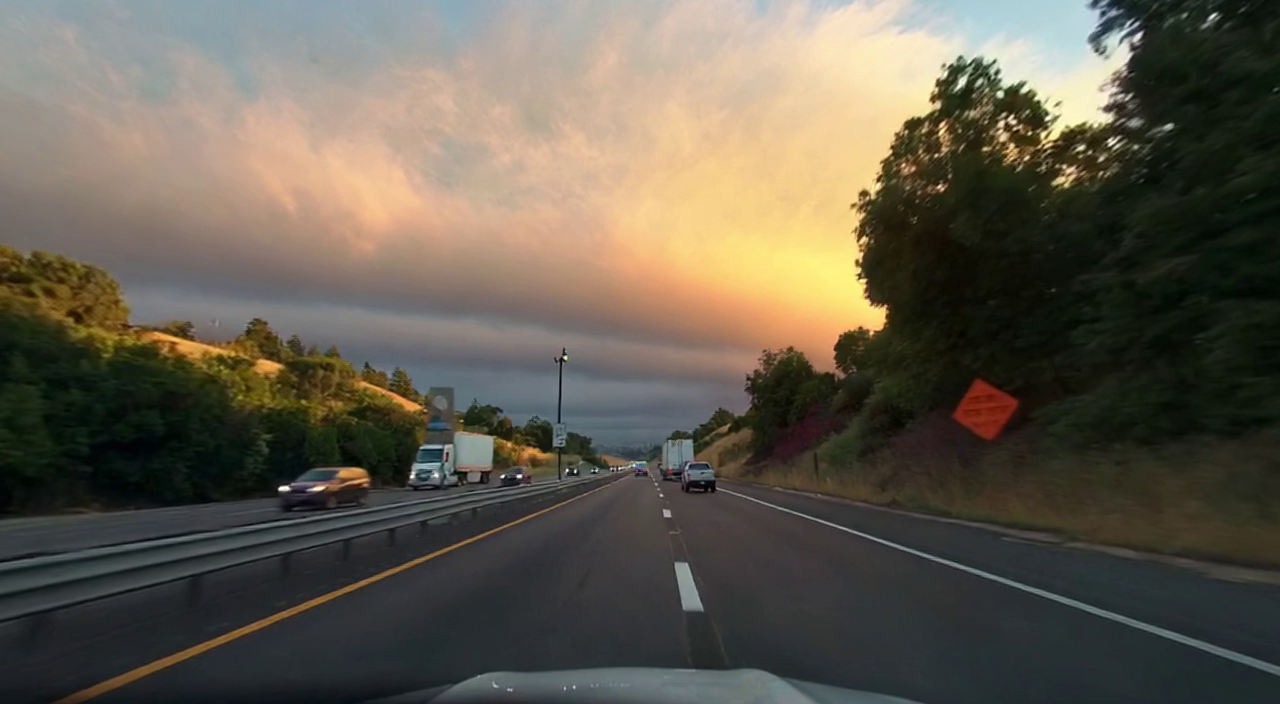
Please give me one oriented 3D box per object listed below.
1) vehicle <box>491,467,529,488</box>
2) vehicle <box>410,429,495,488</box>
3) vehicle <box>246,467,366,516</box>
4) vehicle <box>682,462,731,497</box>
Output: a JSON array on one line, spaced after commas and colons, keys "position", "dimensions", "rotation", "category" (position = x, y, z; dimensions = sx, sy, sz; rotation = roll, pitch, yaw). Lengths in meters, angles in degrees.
[{"position": [-9.578, 9.264, 46.768], "dimensions": [1.881, 1.438, 3.903], "rotation": [0, -10, 2], "category": "vehicle"}, {"position": [-13.976, 8.219, 48.109], "dimensions": [2.926, 3.944, 10.427], "rotation": [0, -10, 2], "category": "vehicle"}, {"position": [-10.767, 4.510, 20.664], "dimensions": [1.830, 1.411, 3.720], "rotation": [1, -10, 1], "category": "vehicle"}, {"position": [3.366, 6.584, 32.774], "dimensions": [2.124, 1.662, 4.641], "rotation": [1, -10, 1], "category": "vehicle"}]
